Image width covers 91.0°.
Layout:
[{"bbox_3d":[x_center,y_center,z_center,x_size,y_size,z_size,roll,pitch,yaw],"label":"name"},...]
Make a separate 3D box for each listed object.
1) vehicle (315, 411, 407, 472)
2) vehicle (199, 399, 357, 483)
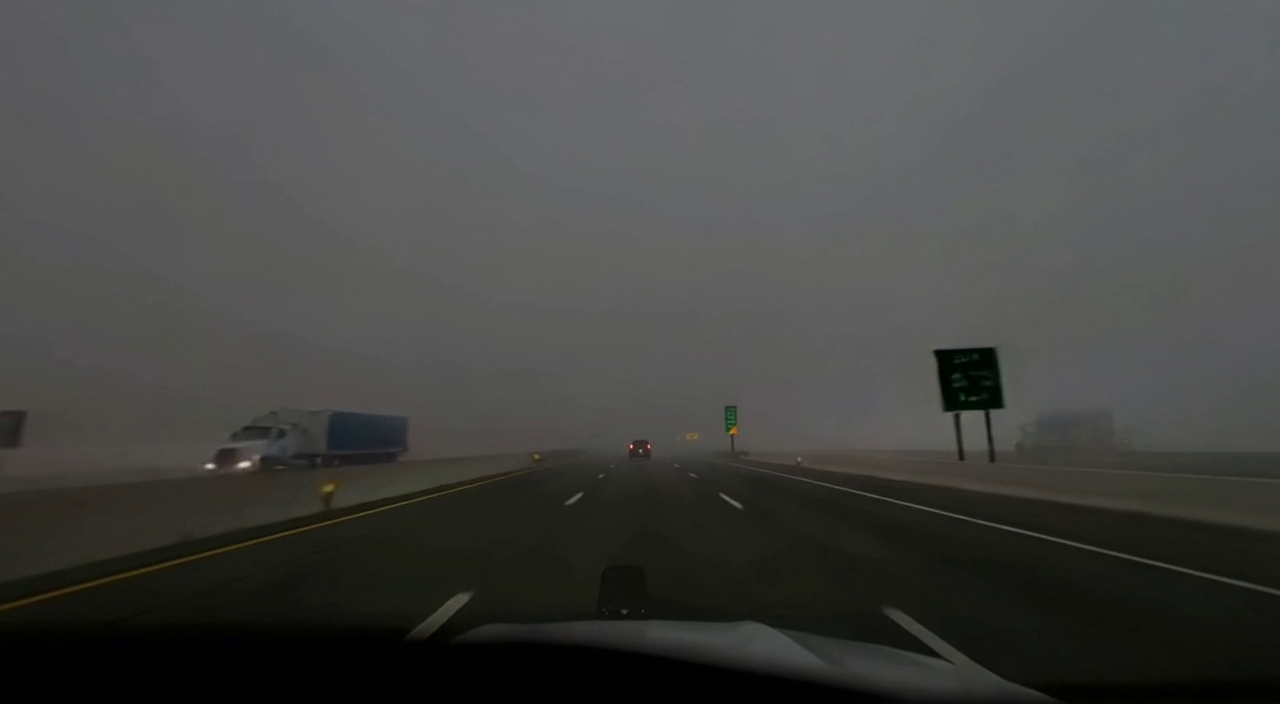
[{"bbox_3d":[-20.211,6.608,46.261,2.889,4.041,8.073,0,-8,0],"label":"vehicle"},{"bbox_3d":[-20.261,5.141,36.337,2.981,4.105,10.065,0,-8,0],"label":"vehicle"}]
